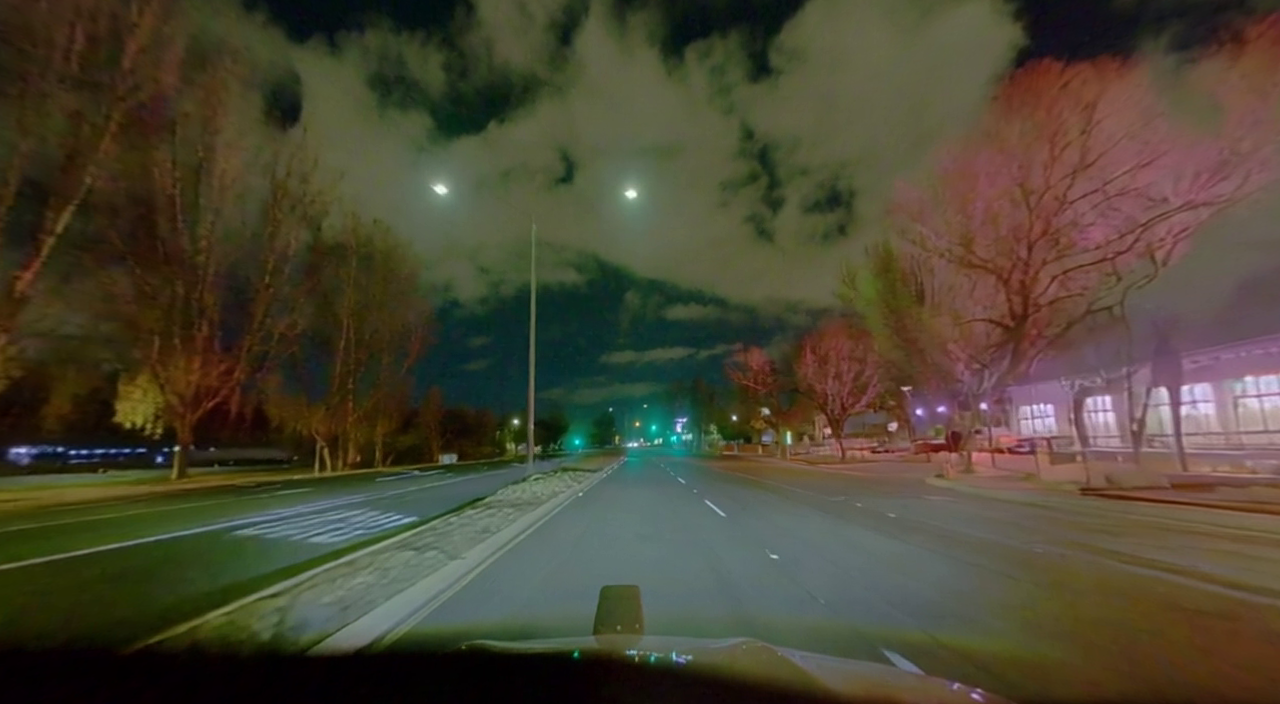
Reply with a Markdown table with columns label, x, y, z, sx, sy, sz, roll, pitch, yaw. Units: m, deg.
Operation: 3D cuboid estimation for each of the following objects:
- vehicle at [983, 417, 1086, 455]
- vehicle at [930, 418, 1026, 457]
| label | x | y | z | sx | sy | sz | roll | pitch | yaw |
| --- | --- | --- | --- | --- | --- | --- | --- | --- | --- |
| vehicle | 22.262 | 4.795 | 35.976 | 2.269 | 1.949 | 5.193 | -1 | -8 | -2 |
| vehicle | 18.790 | 4.828 | 35.509 | 2.228 | 1.991 | 5.447 | 0 | -9 | -2 |
